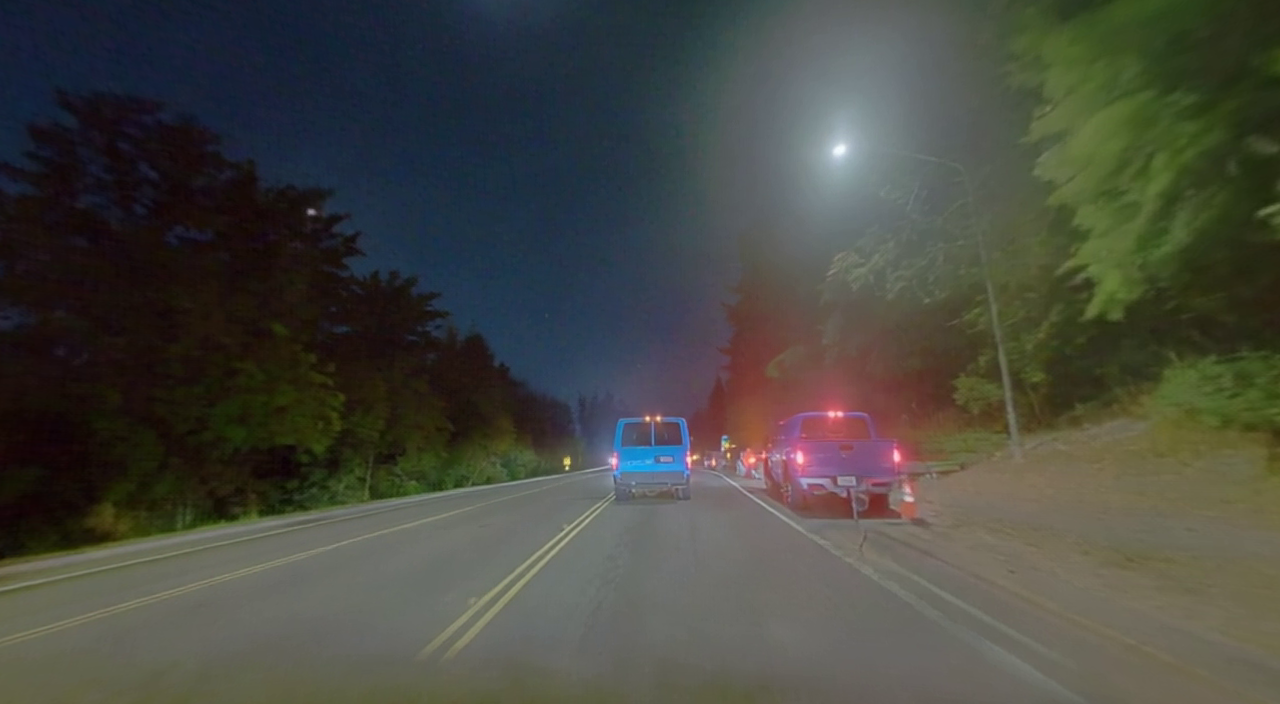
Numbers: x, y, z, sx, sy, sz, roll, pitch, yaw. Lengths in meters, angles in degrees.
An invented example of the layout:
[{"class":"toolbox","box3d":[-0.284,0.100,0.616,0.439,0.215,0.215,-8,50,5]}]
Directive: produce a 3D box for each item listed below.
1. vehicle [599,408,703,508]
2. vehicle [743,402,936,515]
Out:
[{"class":"vehicle","box3d":[0.459,2.782,16.966,2.362,2.247,4.892,-1,-9,5]},{"class":"vehicle","box3d":[4.259,2.517,15.440,2.833,2.033,7.668,-1,-9,5]}]
